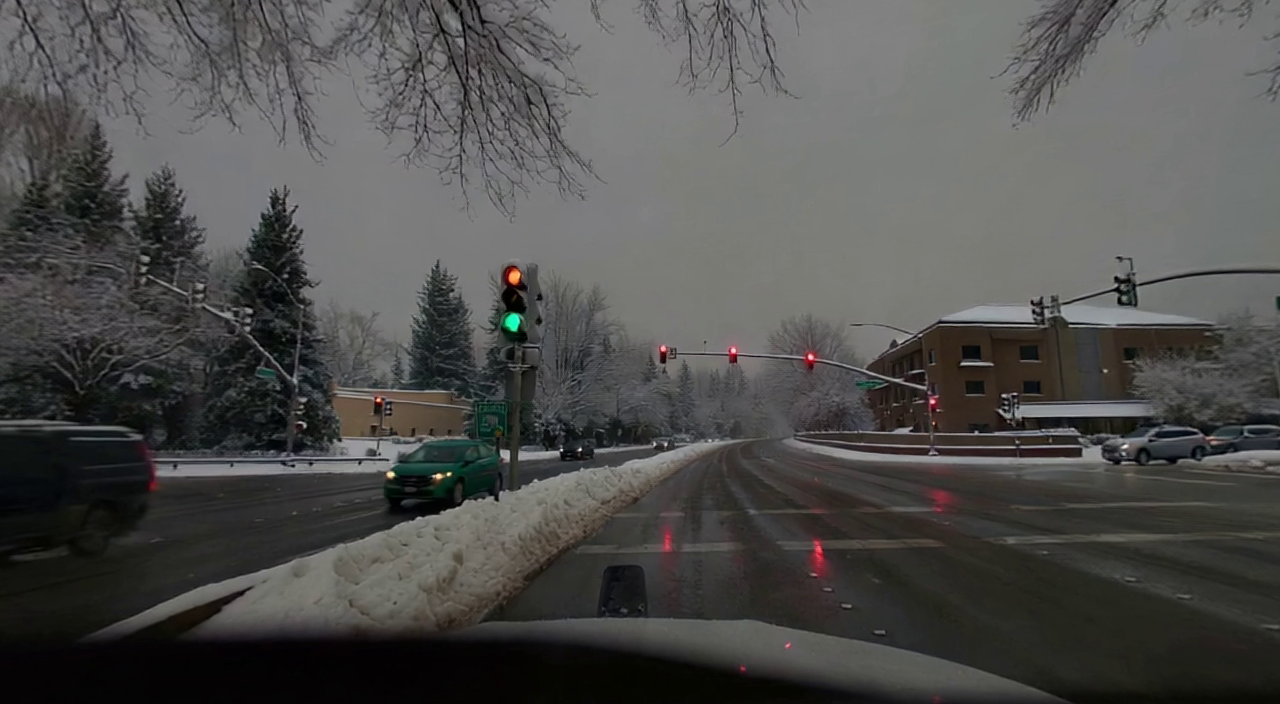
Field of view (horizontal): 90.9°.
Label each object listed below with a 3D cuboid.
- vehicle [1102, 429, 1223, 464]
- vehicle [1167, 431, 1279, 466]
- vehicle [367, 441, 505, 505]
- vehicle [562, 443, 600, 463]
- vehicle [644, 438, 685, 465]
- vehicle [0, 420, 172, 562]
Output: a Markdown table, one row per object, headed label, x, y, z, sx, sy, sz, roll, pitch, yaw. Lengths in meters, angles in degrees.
| label | x | y | z | sx | sy | sz | roll | pitch | yaw |
| --- | --- | --- | --- | --- | --- | --- | --- | --- | --- |
| vehicle | 25.910 | 4.683 | 31.365 | 4.441 | 1.674 | 2.035 | 1 | -8 | -8 |
| vehicle | 26.301 | 4.247 | 27.888 | 4.644 | 1.470 | 1.922 | 1 | -8 | -10 |
| vehicle | -5.286 | 3.186 | 17.135 | 2.016 | 1.474 | 4.634 | -1 | -8 | 3 |
| vehicle | -4.485 | 7.726 | 48.441 | 1.877 | 1.481 | 3.853 | -2 | -8 | 11 |
| vehicle | 1.726 | 6.774 | 43.262 | 2.197 | 1.739 | 4.177 | -2 | -8 | 10 |
| vehicle | -8.832 | 1.743 | 8.035 | 2.198 | 1.703 | 4.461 | 0 | -8 | 2 |
